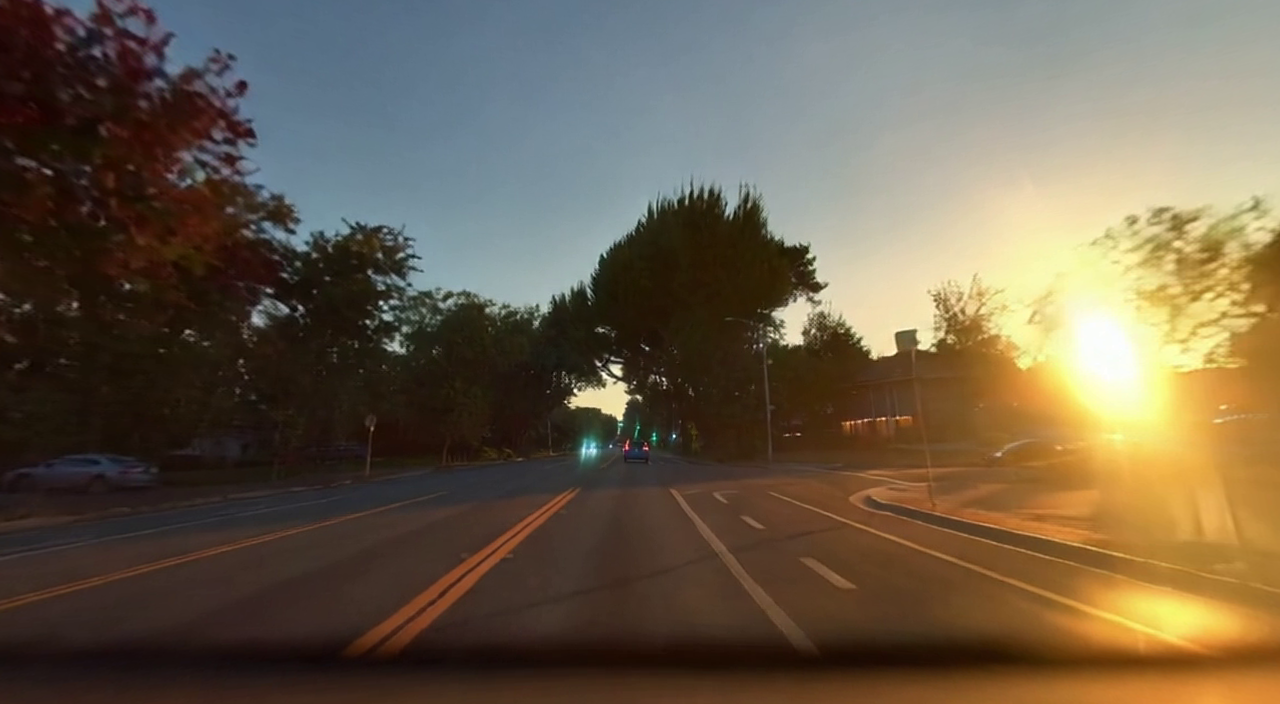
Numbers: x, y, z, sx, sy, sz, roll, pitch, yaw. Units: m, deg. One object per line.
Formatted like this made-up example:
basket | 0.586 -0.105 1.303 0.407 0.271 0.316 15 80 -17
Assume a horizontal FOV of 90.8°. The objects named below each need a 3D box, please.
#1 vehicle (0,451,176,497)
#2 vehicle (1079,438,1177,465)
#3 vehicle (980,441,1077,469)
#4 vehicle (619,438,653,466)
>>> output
vehicle | -19.861 4.316 22.569 4.818 1.506 2.289 -1 -9 4
vehicle | 28.596 5.827 37.085 4.359 1.479 1.890 1 -9 -7
vehicle | 22.180 5.876 36.185 4.218 1.505 2.169 1 -9 -8
vehicle | -0.271 6.854 43.324 2.230 1.827 4.298 0 -9 -1
